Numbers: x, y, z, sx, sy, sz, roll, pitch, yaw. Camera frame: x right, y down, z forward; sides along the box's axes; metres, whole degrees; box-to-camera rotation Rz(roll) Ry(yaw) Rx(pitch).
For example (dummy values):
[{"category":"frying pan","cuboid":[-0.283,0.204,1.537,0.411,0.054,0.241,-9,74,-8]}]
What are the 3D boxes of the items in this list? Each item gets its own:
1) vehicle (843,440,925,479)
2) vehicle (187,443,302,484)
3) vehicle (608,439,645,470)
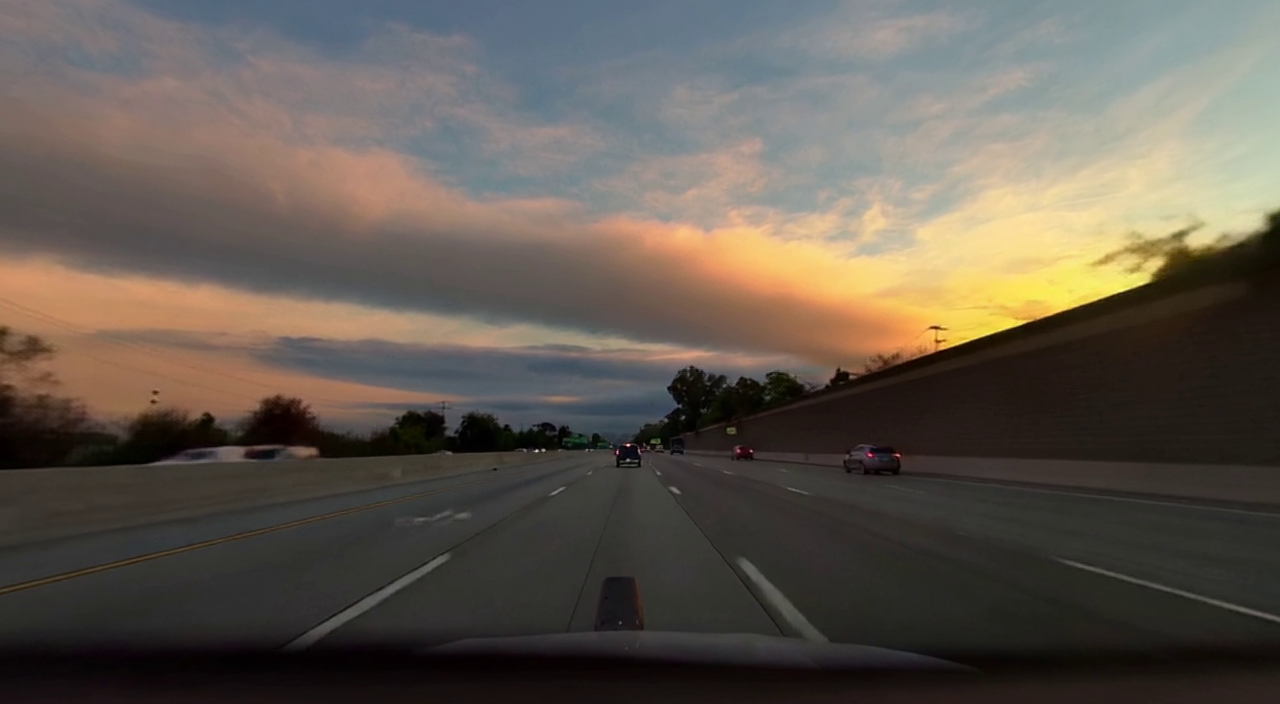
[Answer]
[{"category":"vehicle","cuboid":[11.138,4.921,29.183,1.912,1.673,4.438,0,-9,-1]},{"category":"vehicle","cuboid":[-15.020,4.230,24.289,1.875,1.440,3.887,0,-9,0]},{"category":"vehicle","cuboid":[-0.821,6.252,38.610,2.121,1.739,4.087,0,-9,-1]}]
